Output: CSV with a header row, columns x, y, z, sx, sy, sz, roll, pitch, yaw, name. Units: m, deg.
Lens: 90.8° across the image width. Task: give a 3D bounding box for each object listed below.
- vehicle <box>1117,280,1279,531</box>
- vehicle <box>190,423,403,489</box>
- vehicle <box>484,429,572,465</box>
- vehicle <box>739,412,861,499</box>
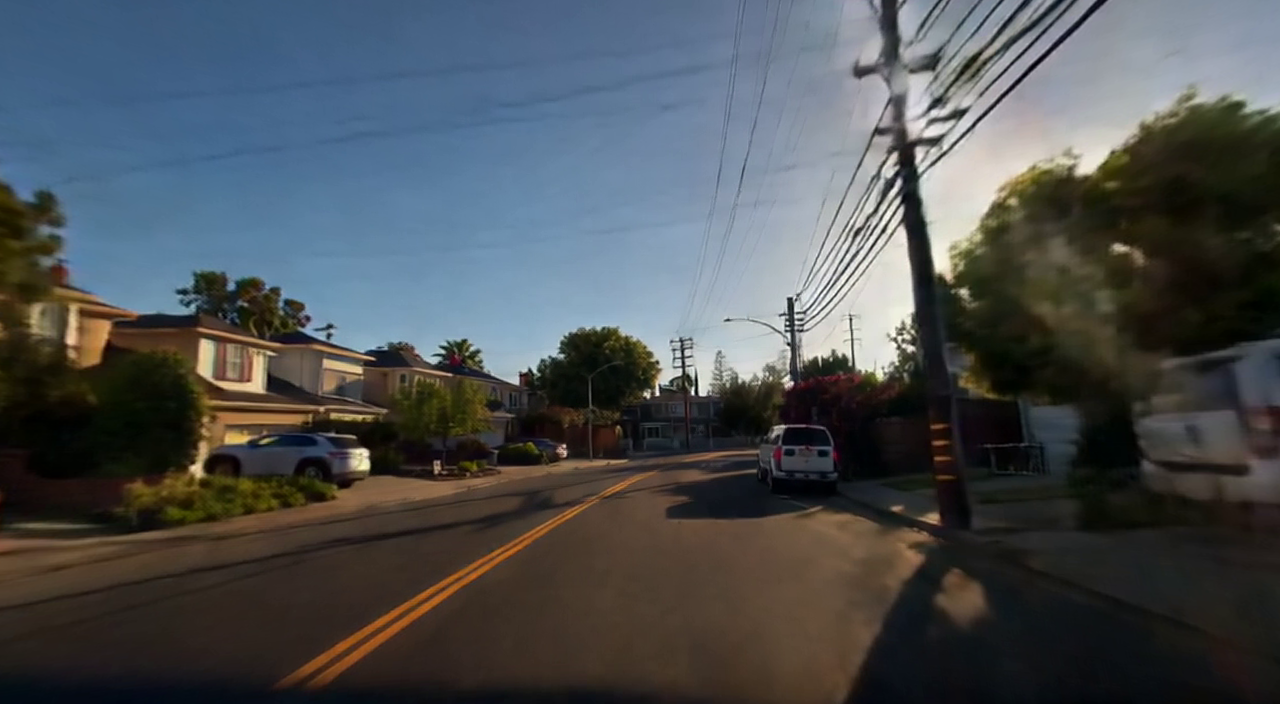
x,y,z,sx,sy,sz,roll,pitch,yaw,name
9.358,0.604,6.739,6.333,2.381,2.439,-1,-8,3,vehicle
-10.987,3.362,20.508,5.632,1.957,2.302,-1,-8,6,vehicle
-7.284,6.156,41.197,5.228,2.041,2.023,0,-6,13,vehicle
4.120,2.808,17.507,2.273,1.938,6.400,-1,-8,5,vehicle
